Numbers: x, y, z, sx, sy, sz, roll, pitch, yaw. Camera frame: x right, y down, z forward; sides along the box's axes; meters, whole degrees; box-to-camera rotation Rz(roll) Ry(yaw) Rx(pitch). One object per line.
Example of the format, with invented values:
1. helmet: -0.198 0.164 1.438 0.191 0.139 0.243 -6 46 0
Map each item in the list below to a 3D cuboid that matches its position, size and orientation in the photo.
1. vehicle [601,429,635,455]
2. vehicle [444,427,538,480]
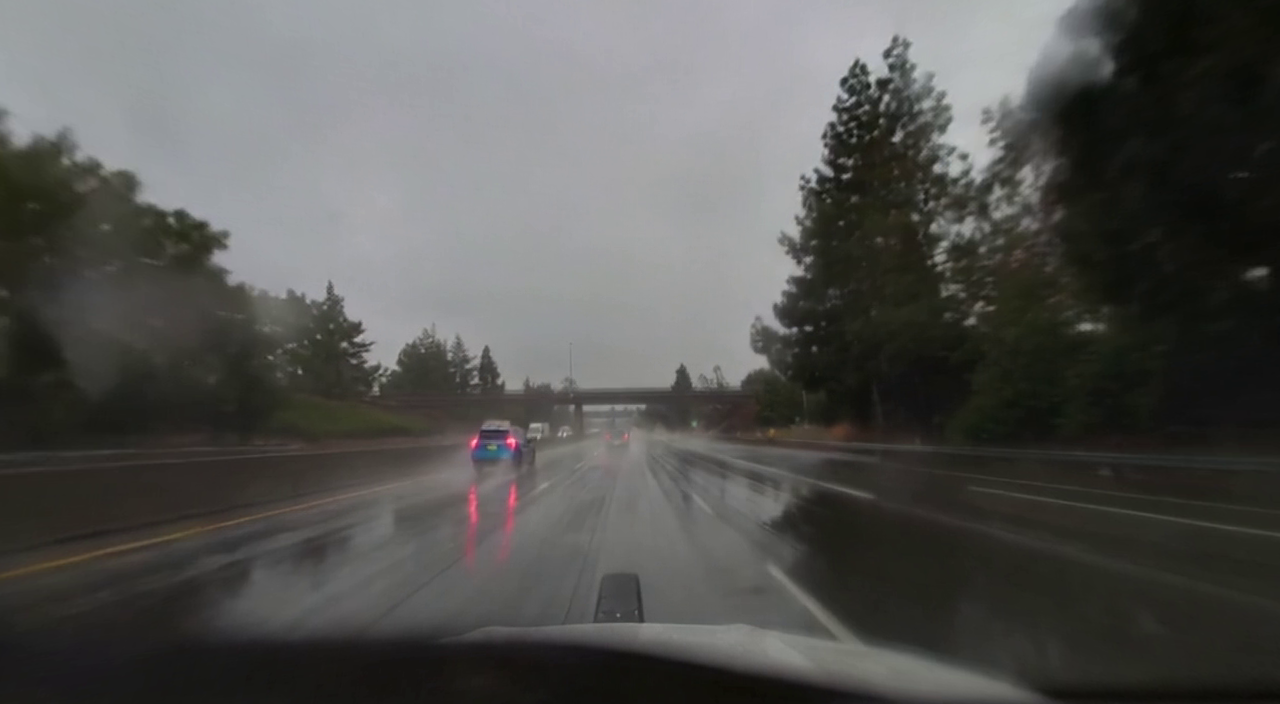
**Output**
1. vehicle: -1.424 5.938 41.755 2.116 1.625 4.004 0 -8 0
2. vehicle: -4.743 3.288 20.757 2.017 1.537 4.496 0 -8 0
